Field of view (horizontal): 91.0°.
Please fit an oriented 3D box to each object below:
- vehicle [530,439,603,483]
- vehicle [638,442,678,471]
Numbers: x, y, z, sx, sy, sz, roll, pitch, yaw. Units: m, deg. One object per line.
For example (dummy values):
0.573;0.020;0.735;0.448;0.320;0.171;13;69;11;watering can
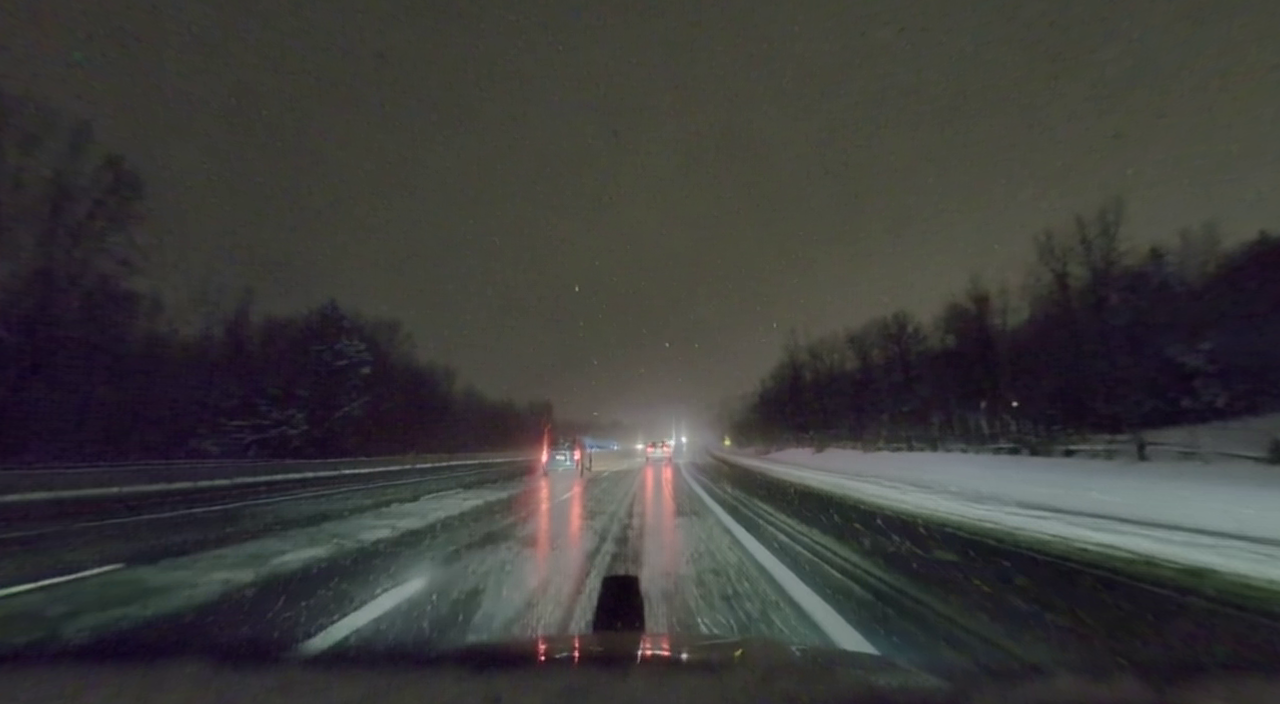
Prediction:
-2.807;4.300;25.024;2.129;1.563;4.387;-1;-9;3;vehicle
1.060;5.952;36.011;2.129;1.502;4.321;0;-9;3;vehicle
